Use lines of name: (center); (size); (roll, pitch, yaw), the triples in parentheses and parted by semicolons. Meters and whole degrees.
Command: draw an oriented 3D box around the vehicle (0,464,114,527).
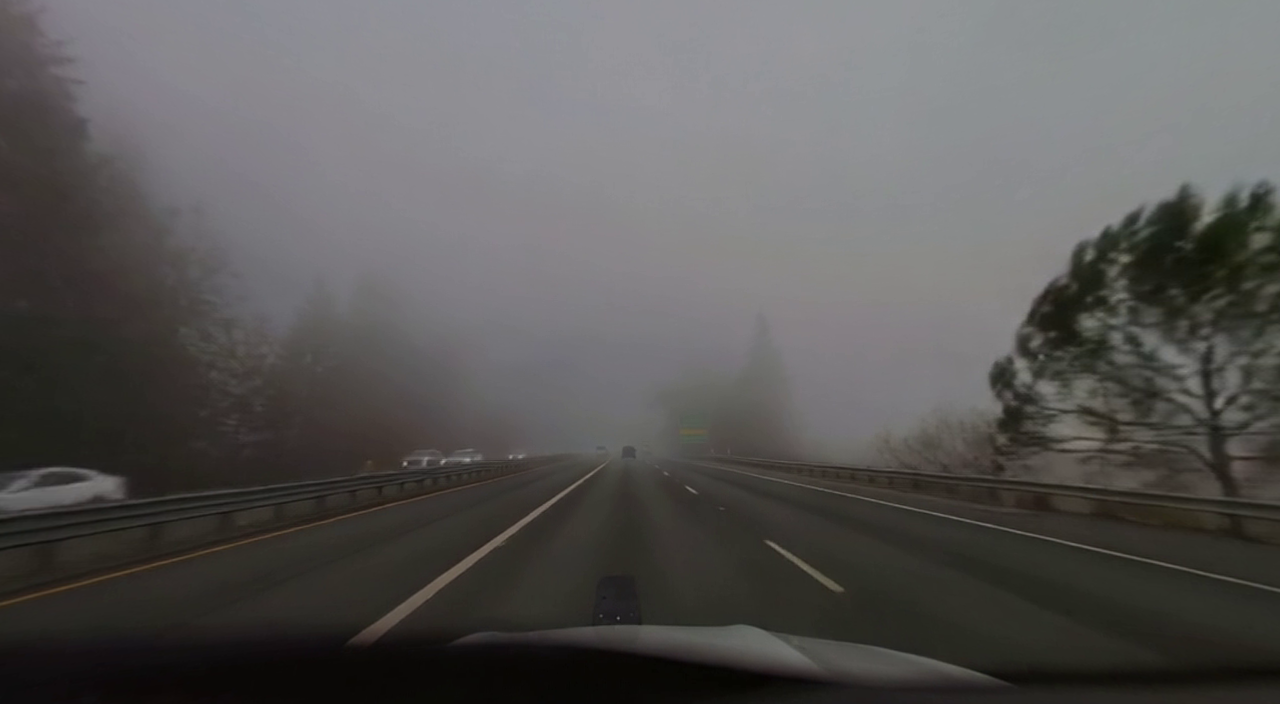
vehicle: (-17.692, 4.044, 17.916); (1.805, 1.548, 4.020); (0, -9, -1)

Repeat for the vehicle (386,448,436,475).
vehicle: (-17.745, 8.487, 48.866); (2.050, 1.942, 4.972); (0, -9, -1)

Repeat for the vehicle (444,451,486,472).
vehicle: (-13.754, 8.614, 49.496); (1.944, 1.518, 4.723); (0, -9, -1)
